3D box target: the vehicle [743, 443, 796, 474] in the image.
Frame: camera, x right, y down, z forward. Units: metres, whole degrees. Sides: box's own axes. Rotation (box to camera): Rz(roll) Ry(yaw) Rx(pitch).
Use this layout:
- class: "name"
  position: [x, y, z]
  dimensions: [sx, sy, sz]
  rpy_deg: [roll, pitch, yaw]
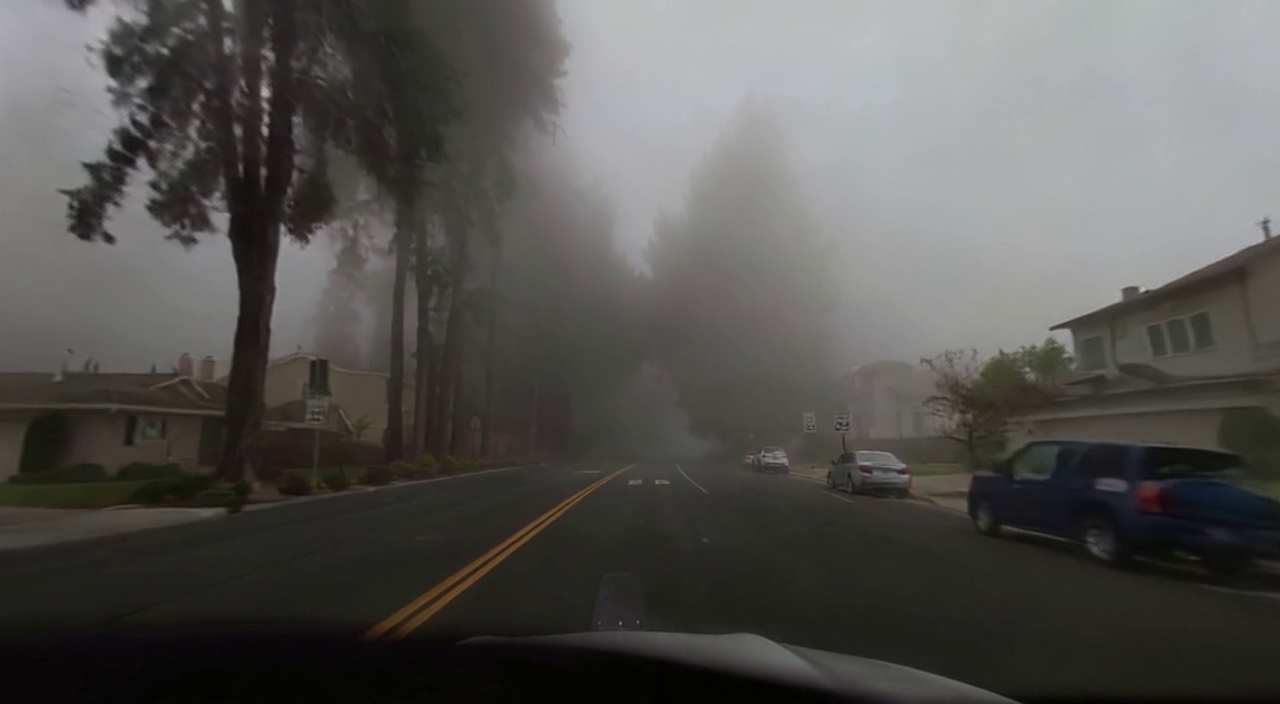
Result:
- class: "vehicle"
  position: [6.953, 5.771, 34.365]
  dimensions: [1.893, 1.543, 4.434]
  rpy_deg: [0, -9, -1]

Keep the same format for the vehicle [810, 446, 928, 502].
- class: "vehicle"
  position: [6.712, 3.589, 19.063]
  dimensions: [1.913, 1.479, 4.209]
  rpy_deg: [0, -9, -1]

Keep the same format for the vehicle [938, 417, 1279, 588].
- class: "vehicle"
  position: [6.371, 1.888, 8.836]
  dimensions: [2.116, 1.732, 4.569]
  rpy_deg: [0, -9, -1]
